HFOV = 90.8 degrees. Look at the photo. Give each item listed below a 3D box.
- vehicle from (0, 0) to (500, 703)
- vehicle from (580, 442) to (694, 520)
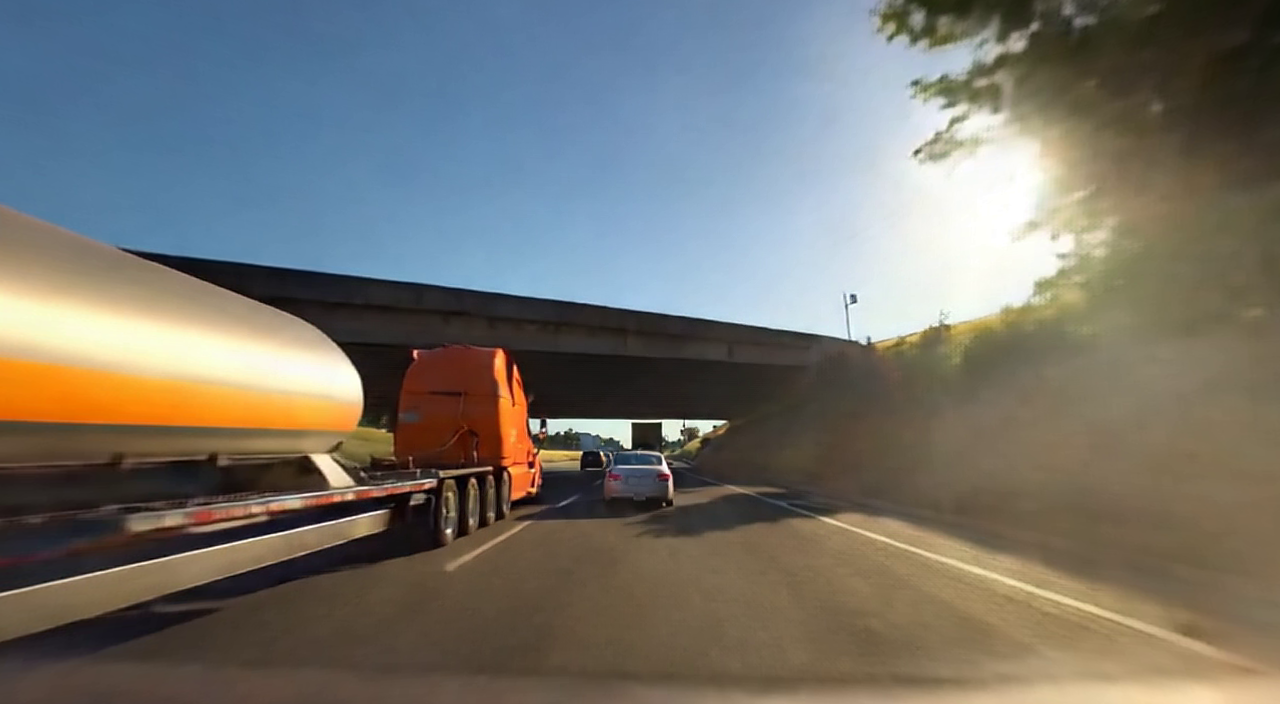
[{"bbox_3d":[-4.266,0.329,4.647,2.896,3.563,14.643,0,-9,1],"label":"vehicle"},{"bbox_3d":[-0.045,2.845,14.485,2.215,1.481,4.246,0,-9,0],"label":"vehicle"}]
